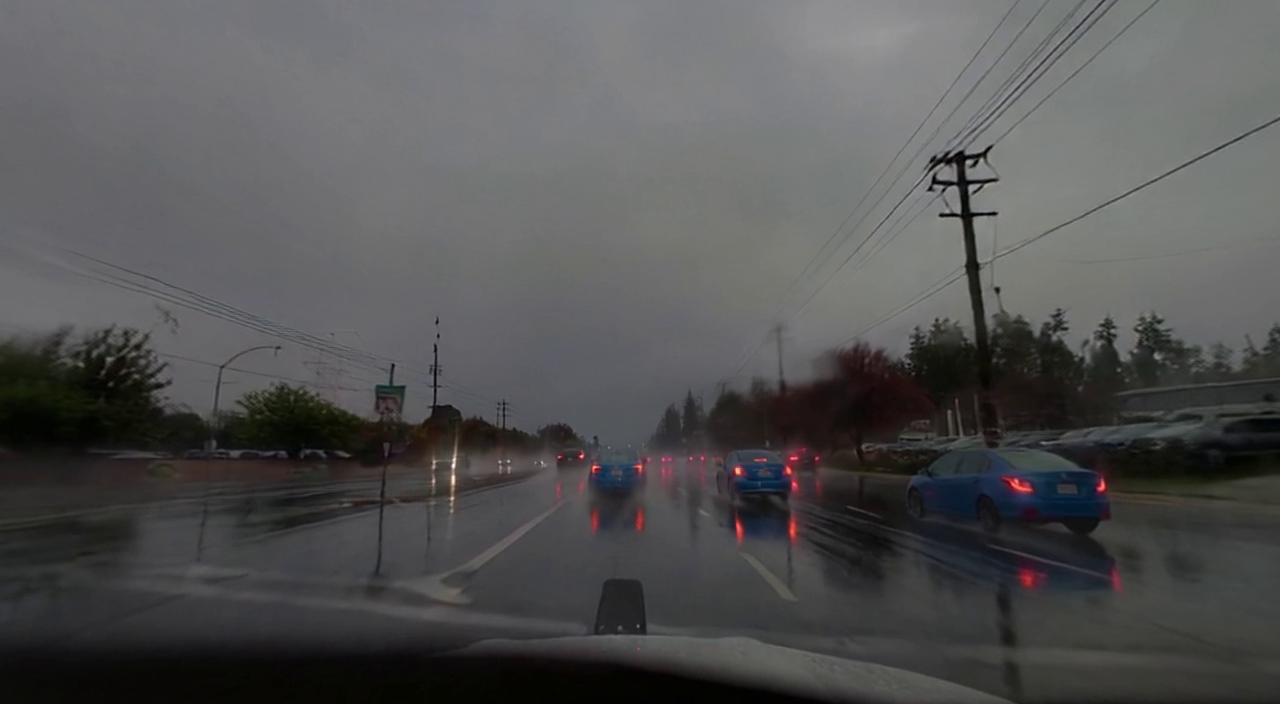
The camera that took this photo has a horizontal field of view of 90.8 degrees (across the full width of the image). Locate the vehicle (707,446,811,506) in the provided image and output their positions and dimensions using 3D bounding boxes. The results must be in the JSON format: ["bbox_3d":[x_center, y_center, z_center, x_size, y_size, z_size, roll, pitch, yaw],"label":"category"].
[{"bbox_3d":[3.277,3.510,18.452,2.053,1.490,4.464,0,-8,-2],"label":"vehicle"}]

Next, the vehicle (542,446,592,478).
[{"bbox_3d":[-3.811,5.798,33.634,2.073,1.606,4.364,0,-8,1],"label":"vehicle"}]

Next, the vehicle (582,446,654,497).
[{"bbox_3d":[-0.646,3.791,20.492,2.065,1.464,4.216,0,-8,0],"label":"vehicle"}]

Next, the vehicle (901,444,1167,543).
[{"bbox_3d":[6.817,2.446,11.691,2.004,1.455,4.417,0,-8,-1],"label":"vehicle"}]
